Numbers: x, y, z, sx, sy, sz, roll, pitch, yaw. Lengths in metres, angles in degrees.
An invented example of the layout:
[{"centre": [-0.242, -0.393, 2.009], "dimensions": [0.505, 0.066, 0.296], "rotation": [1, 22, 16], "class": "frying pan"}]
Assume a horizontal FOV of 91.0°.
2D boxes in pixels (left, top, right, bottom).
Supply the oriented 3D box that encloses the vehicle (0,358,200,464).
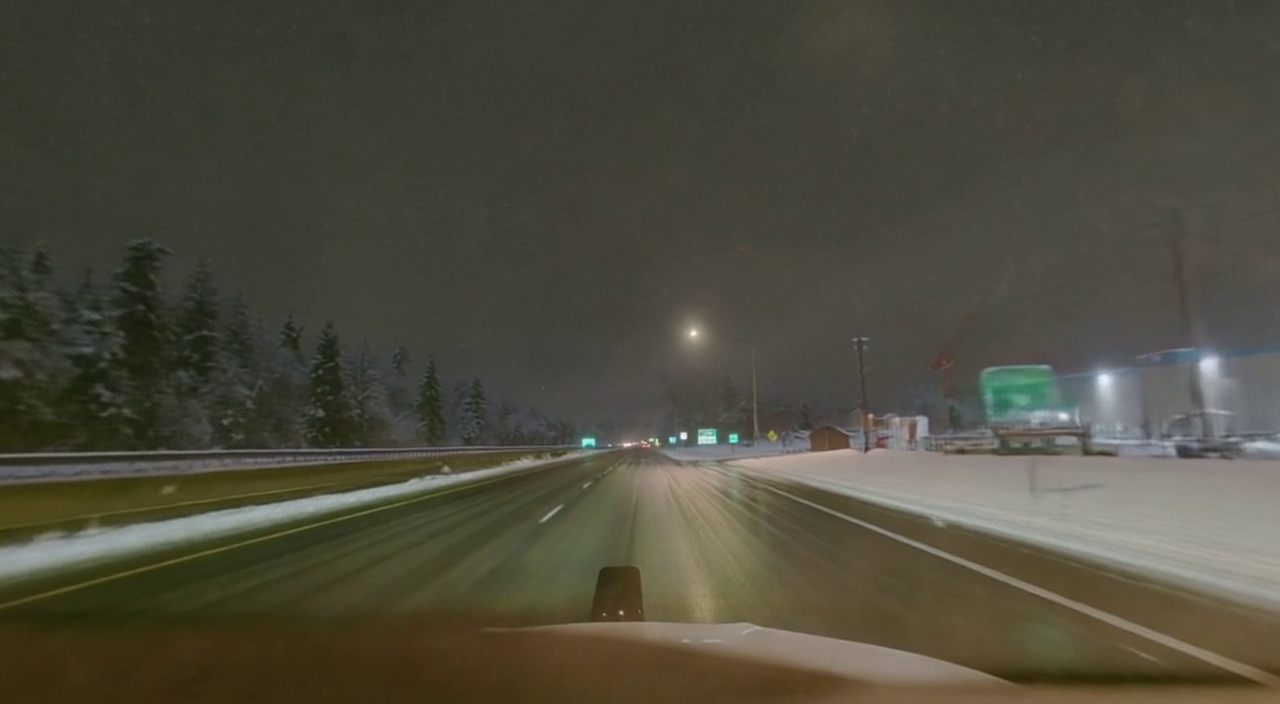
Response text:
[{"centre": [-24.668, 2.438, 24.865], "dimensions": [2.859, 3.828, 16.484], "rotation": [0, -9, -1], "class": "vehicle"}]
